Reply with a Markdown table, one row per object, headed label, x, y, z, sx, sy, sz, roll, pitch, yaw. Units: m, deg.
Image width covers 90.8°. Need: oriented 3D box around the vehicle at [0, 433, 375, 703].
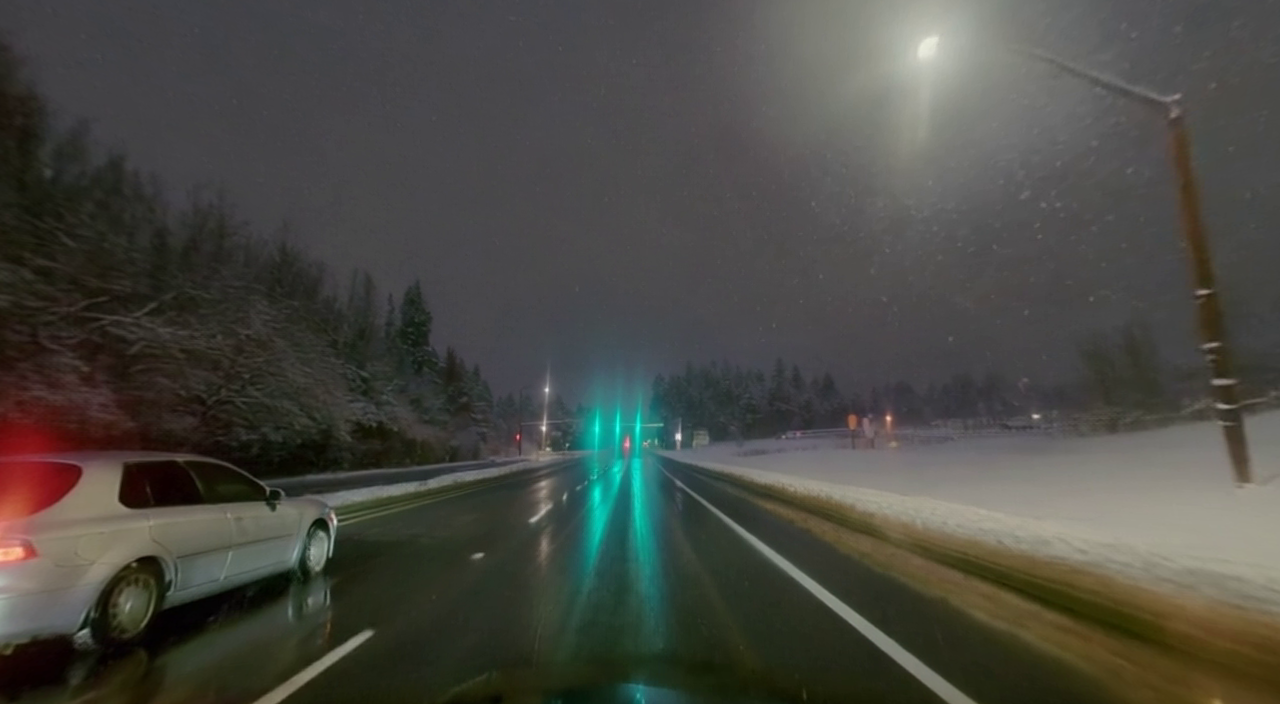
| label | x | y | z | sx | sy | sz | roll | pitch | yaw |
| --- | --- | --- | --- | --- | --- | --- | --- | --- | --- |
| vehicle | -4.083 | 1.435 | 5.238 | 1.946 | 1.437 | 4.154 | 0 | -8 | 0 |
